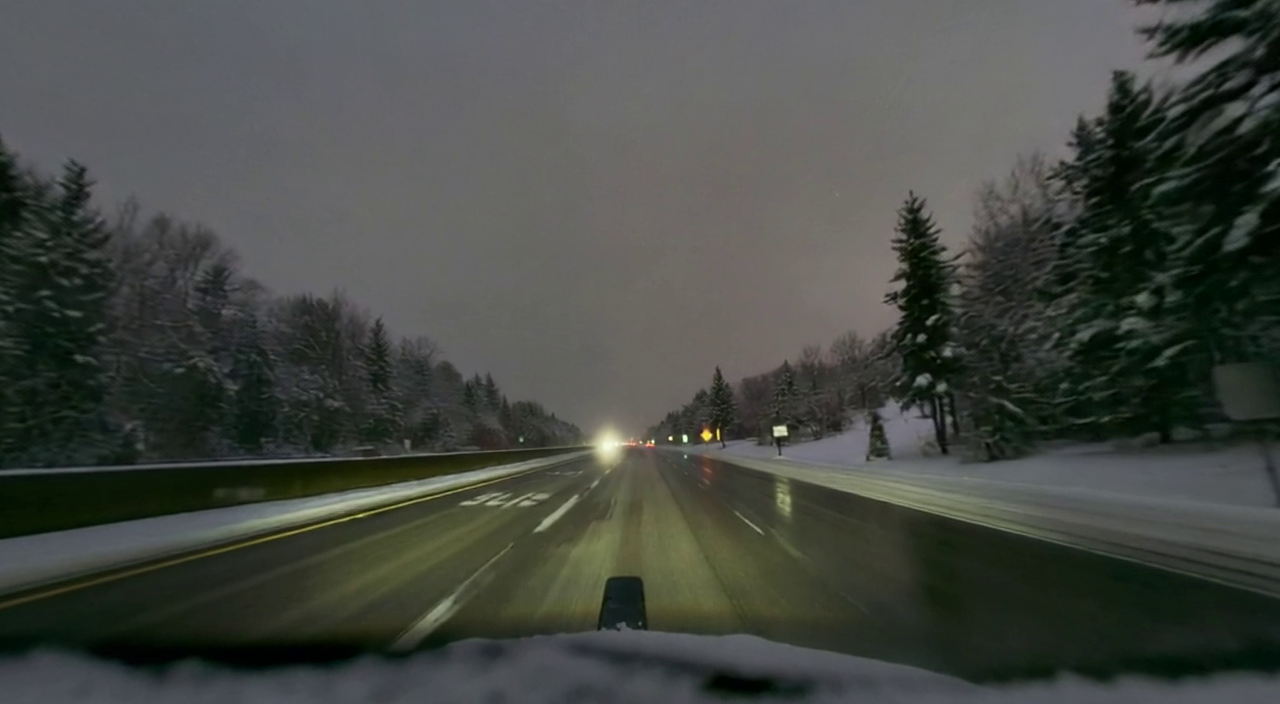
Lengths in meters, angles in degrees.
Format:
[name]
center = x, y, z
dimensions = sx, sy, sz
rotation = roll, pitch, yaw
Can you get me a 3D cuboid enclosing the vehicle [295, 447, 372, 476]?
[vehicle]
center = -17.455, 6.249, 36.227
dimensions = 1.902, 1.495, 4.952
rotation = -1, -8, 1
